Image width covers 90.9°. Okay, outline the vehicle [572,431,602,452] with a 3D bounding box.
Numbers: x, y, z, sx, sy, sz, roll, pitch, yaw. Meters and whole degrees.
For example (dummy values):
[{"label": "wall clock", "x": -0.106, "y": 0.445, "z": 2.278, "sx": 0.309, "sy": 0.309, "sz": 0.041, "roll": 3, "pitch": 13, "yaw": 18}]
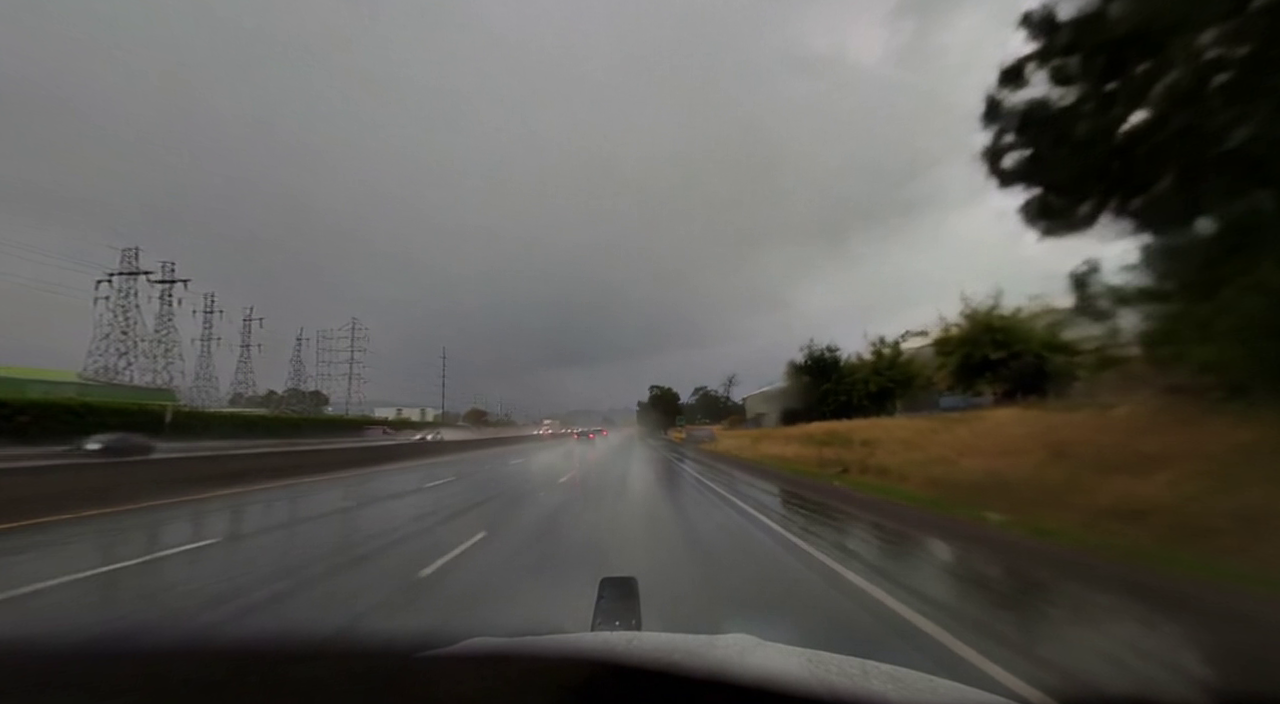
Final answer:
[{"label": "vehicle", "x": -3.987, "y": 6.770, "z": 47.754, "sx": 1.952, "sy": 1.462, "sz": 3.969, "roll": 0, "pitch": -7, "yaw": -1}]
